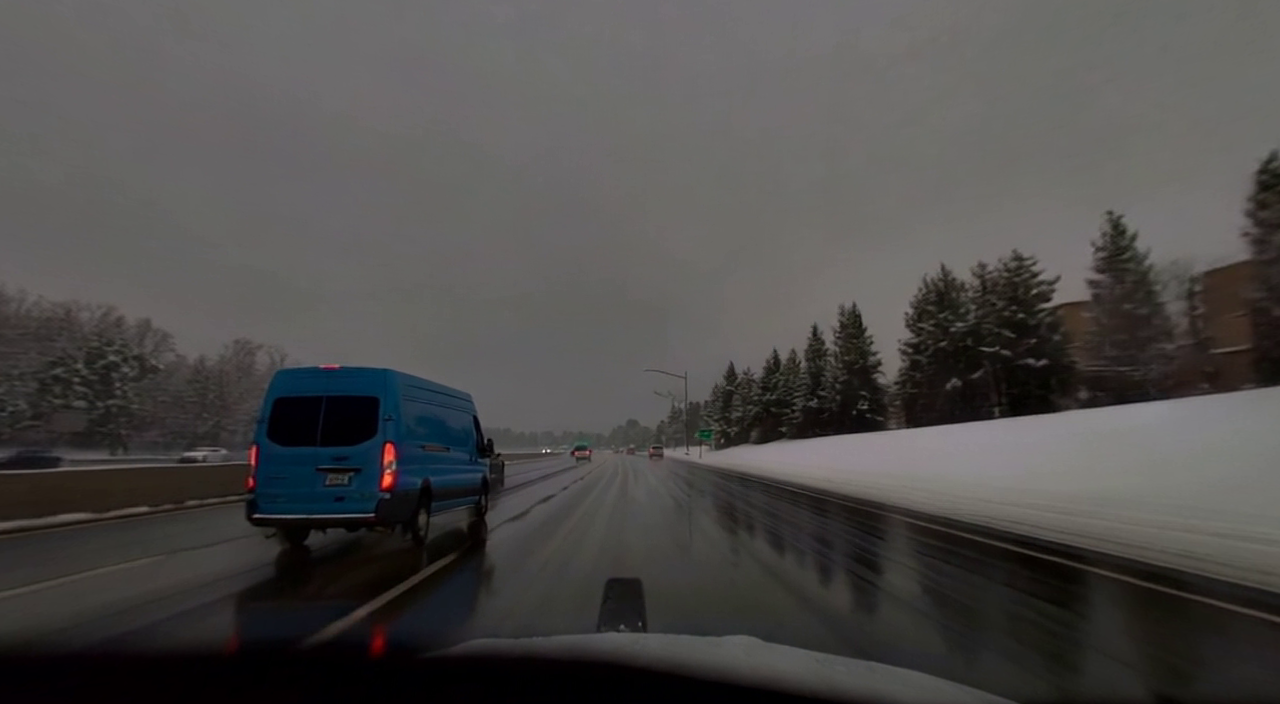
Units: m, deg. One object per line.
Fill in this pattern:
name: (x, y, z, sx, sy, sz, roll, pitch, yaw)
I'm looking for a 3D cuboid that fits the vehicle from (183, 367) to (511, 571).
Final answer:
vehicle: (-3.797, 1.687, 9.714, 2.372, 2.248, 5.393, 0, -9, 1)
